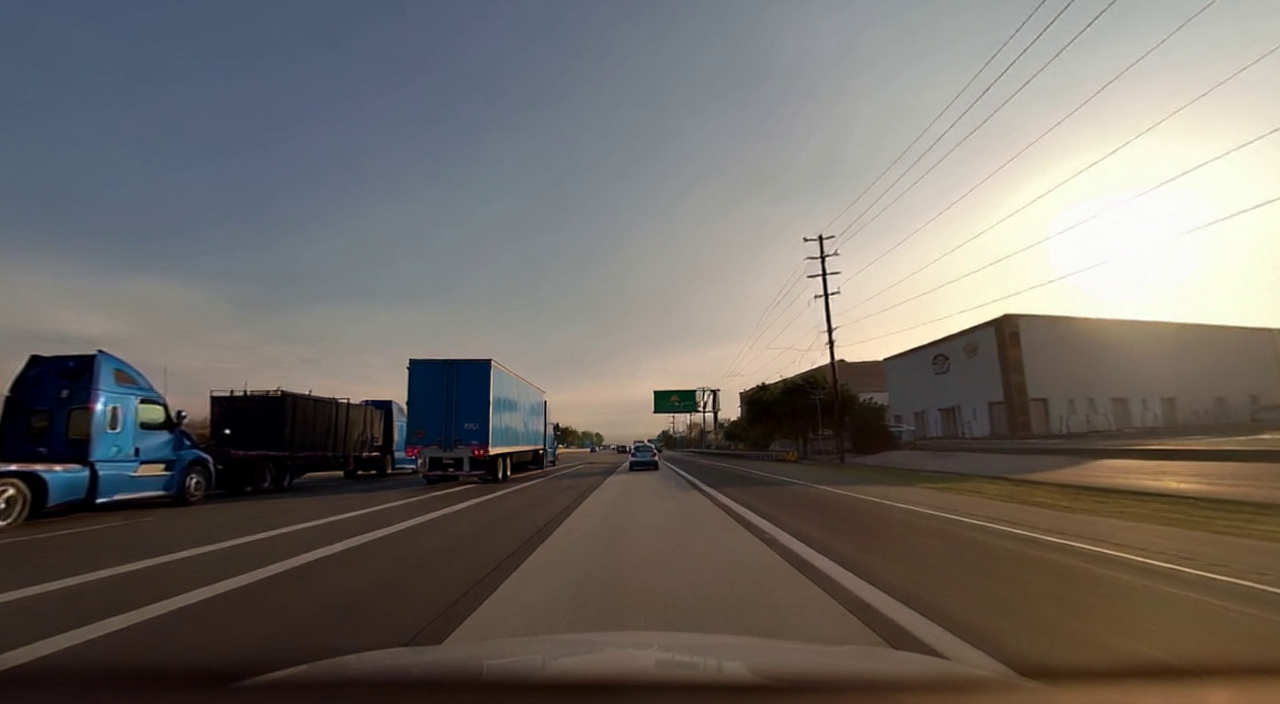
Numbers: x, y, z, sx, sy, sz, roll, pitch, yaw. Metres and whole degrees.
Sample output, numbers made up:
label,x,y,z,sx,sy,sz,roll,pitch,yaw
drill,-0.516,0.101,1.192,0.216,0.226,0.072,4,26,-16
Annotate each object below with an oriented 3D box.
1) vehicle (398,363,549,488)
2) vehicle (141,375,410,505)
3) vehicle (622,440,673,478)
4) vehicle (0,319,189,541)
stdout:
label,x,y,z,sx,sy,sz,roll,pitch,yaw
vehicle,-6.541,3.515,28.367,2.907,4.081,15.311,0,-8,-1
vehicle,-10.571,2.831,20.112,2.896,3.140,9.491,0,-8,0
vehicle,0.268,4.676,27.748,2.055,1.514,4.323,0,-8,-1
vehicle,-10.594,1.137,9.165,2.722,3.172,7.167,0,-8,-1
